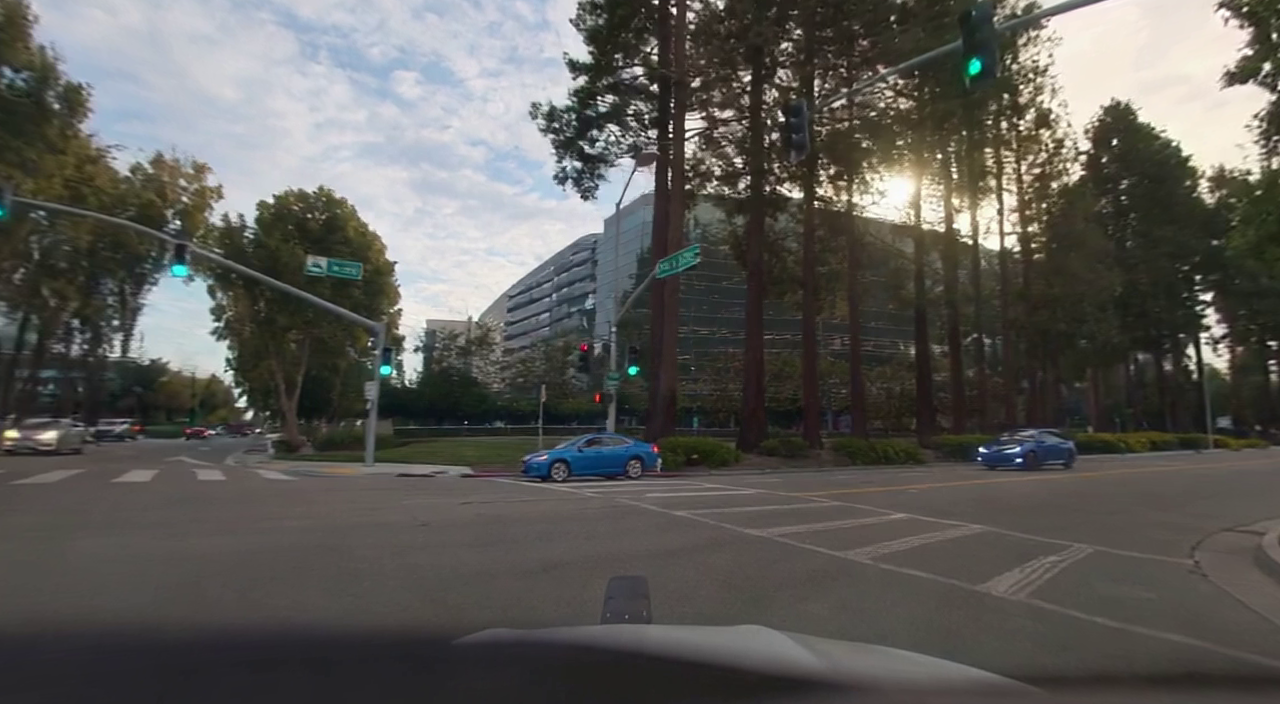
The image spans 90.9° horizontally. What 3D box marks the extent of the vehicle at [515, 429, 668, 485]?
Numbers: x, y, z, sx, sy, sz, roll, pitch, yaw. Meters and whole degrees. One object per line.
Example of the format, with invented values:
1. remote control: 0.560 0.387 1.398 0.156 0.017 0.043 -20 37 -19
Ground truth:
1. vehicle: -1.343 2.862 17.464 3.816 1.410 1.757 4 -9 -24

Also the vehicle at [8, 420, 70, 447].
1. vehicle: -41.050 5.611 43.172 2.123 1.761 4.322 5 -10 -32

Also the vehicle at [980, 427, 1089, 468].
1. vehicle: 17.612 4.235 28.117 4.662 1.687 2.145 5 -9 -31
